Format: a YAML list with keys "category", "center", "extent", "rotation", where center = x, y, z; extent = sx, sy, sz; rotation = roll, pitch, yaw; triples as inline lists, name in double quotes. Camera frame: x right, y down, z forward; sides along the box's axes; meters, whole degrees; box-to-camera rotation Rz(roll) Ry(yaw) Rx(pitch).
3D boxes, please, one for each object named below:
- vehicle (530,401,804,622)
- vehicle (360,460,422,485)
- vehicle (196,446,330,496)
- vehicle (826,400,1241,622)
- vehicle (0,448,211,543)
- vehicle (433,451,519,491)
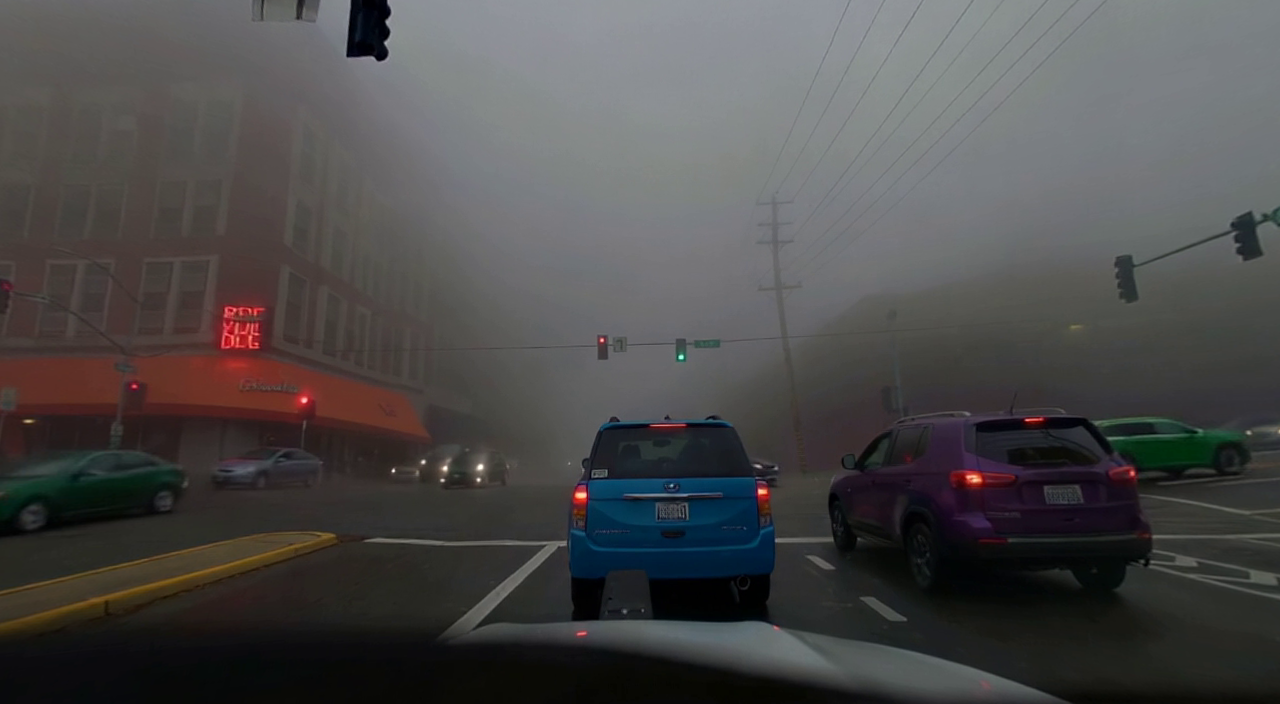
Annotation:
- category: "vehicle"
  center: [0.258, 1.504, 6.823]
  extent: [2.098, 1.682, 3.778]
  rotation: [0, -8, 2]
- category: "vehicle"
  center: [-16.249, 7.849, 41.449]
  extent: [1.872, 1.433, 4.404]
  rotation: [-1, -8, 6]
- category: "vehicle"
  center: [-14.178, 4.466, 24.133]
  extent: [1.943, 1.680, 4.709]
  rotation: [-1, -8, 4]
- category: "vehicle"
  center: [3.608, 1.516, 6.958]
  extent: [1.976, 1.664, 4.189]
  rotation: [-1, -8, 2]
- category: "vehicle"
  center: [-11.003, 2.617, 12.211]
  extent: [1.911, 1.461, 4.691]
  rotation: [-1, -8, 3]
- category: "vehicle"
  center: [-6.695, 4.914, 26.379]
  extent: [2.017, 1.468, 4.663]
  rotation: [-1, -8, 5]
